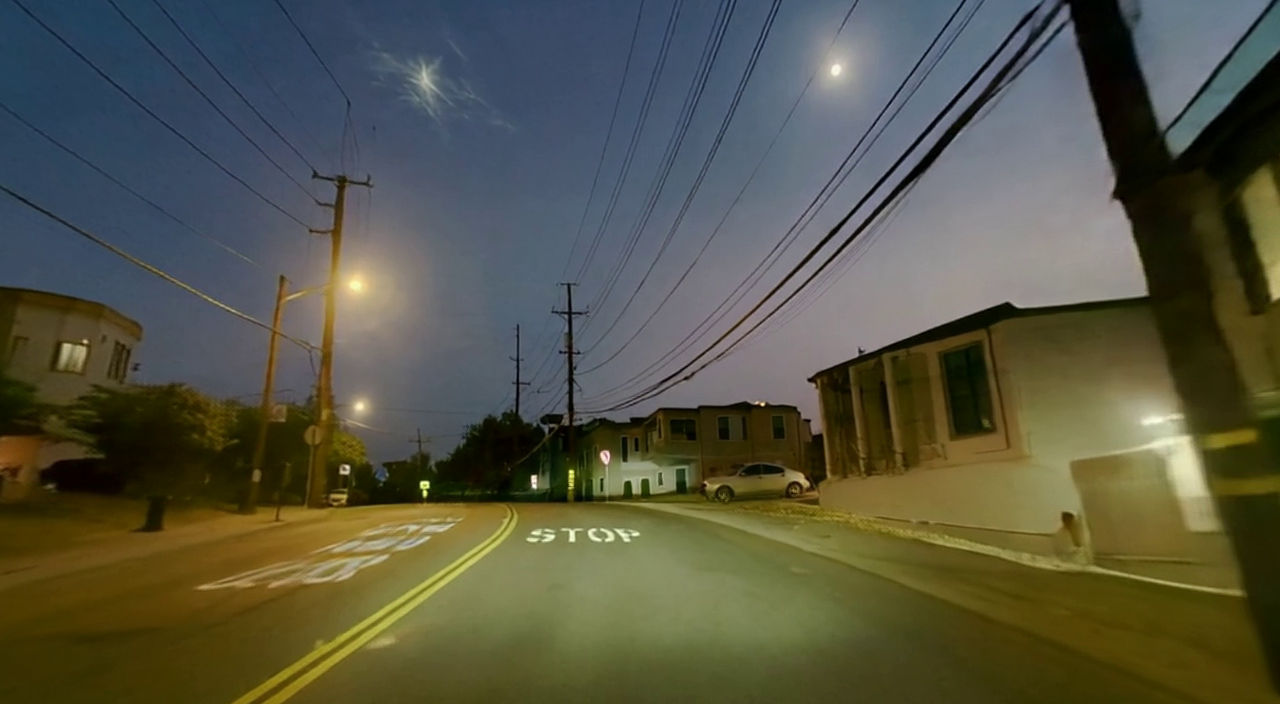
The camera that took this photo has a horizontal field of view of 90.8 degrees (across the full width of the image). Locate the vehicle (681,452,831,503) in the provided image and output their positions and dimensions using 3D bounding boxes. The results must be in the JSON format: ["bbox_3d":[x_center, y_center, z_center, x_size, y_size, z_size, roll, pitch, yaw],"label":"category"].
[{"bbox_3d":[4.698,5.128,25.966,5.578,1.842,2.300,4,-10,-12],"label":"vehicle"}]

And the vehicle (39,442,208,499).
[{"bbox_3d":[-21.165,4.984,26.268,4.942,1.912,2.121,6,-21,-28],"label":"vehicle"}]
